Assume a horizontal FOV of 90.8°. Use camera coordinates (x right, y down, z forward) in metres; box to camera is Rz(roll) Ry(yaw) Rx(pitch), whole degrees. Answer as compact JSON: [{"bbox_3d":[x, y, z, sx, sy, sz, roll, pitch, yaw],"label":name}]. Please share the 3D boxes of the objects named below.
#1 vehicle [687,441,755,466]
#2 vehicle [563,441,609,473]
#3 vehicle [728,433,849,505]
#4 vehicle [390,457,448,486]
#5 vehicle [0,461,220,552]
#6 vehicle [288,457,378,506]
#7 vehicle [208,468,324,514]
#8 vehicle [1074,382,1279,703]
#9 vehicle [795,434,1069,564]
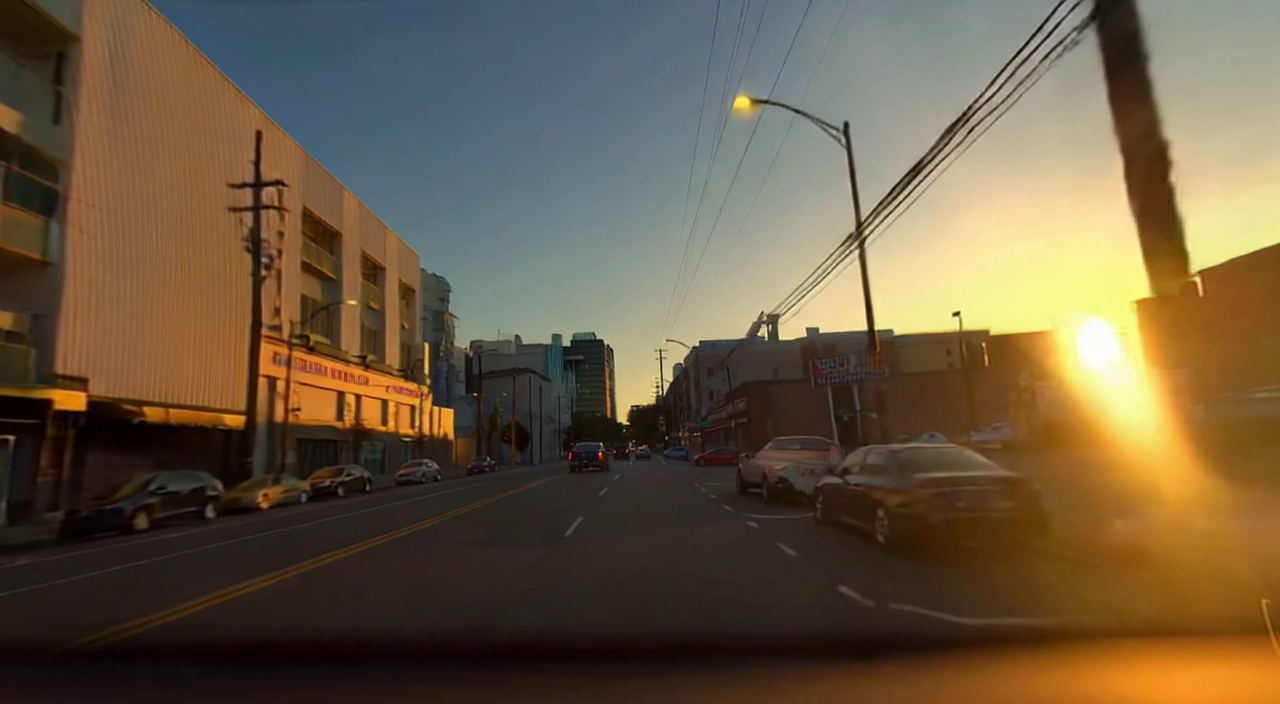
[{"bbox_3d":[5.519,6.945,43.251,4.474,1.632,2.234,-1,-9,5],"label":"vehicle"},{"bbox_3d":[-3.232,6.465,39.180,2.348,1.831,4.737,0,-9,1],"label":"vehicle"},{"bbox_3d":[3.838,3.140,17.496,2.048,1.658,5.559,0,-9,0],"label":"vehicle"},{"bbox_3d":[-15.223,8.231,43.896,1.966,1.760,5.423,-1,-8,1],"label":"vehicle"},{"bbox_3d":[-15.307,4.385,18.658,2.124,1.835,5.450,-6,-7,0],"label":"vehicle"},{"bbox_3d":[-15.156,6.366,31.494,2.081,1.791,4.799,-6,-7,-1],"label":"vehicle"},{"bbox_3d":[-15.159,5.631,25.923,2.049,1.496,4.338,-1,-8,1],"label":"vehicle"},{"bbox_3d":[3.952,0.815,2.107,2.149,1.563,3.880,0,-9,-2],"label":"vehicle"},{"bbox_3d":[3.899,2.028,9.533,1.862,1.451,4.544,0,-9,-1],"label":"vehicle"}]
